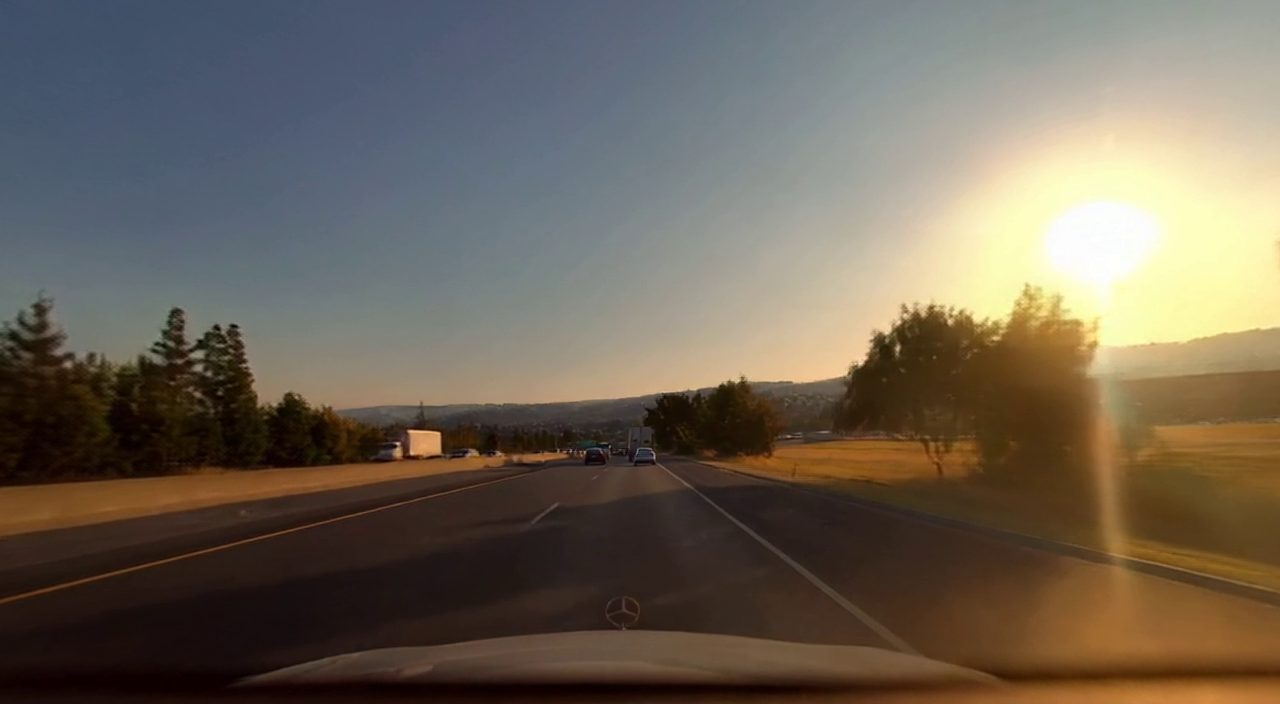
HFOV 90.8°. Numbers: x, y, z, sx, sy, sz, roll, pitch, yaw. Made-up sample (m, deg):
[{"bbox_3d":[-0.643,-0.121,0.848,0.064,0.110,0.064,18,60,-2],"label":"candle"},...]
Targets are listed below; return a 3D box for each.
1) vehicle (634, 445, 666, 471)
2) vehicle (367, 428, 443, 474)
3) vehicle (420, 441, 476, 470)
[{"bbox_3d":[0.619,7.015,41.878,1.992,1.593,3.937,0,-9,-2],"label":"vehicle"},{"bbox_3d":[-17.617,7.498,47.882,2.802,3.131,7.695,0,-9,0],"label":"vehicle"},{"bbox_3d":[-12.977,7.037,43.042,2.352,1.802,4.648,0,-9,-1],"label":"vehicle"}]
